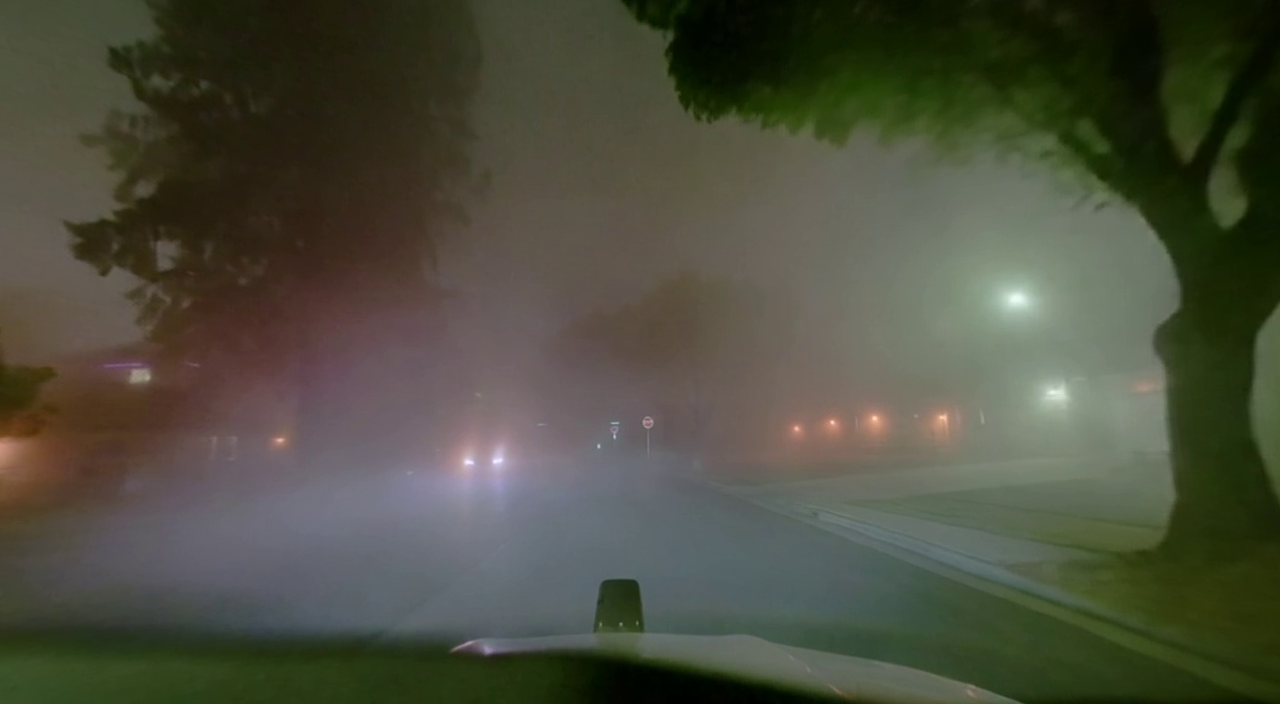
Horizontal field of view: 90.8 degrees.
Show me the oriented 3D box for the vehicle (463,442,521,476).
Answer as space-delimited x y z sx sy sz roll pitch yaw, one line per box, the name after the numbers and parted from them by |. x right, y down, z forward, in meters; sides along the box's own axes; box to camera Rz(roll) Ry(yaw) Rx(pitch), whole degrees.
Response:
-7.131 5.179 30.877 2.146 1.506 4.885 1 -9 -6 | vehicle

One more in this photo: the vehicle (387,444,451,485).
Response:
-9.801 4.962 28.350 1.994 1.656 4.334 1 -9 -10 | vehicle
